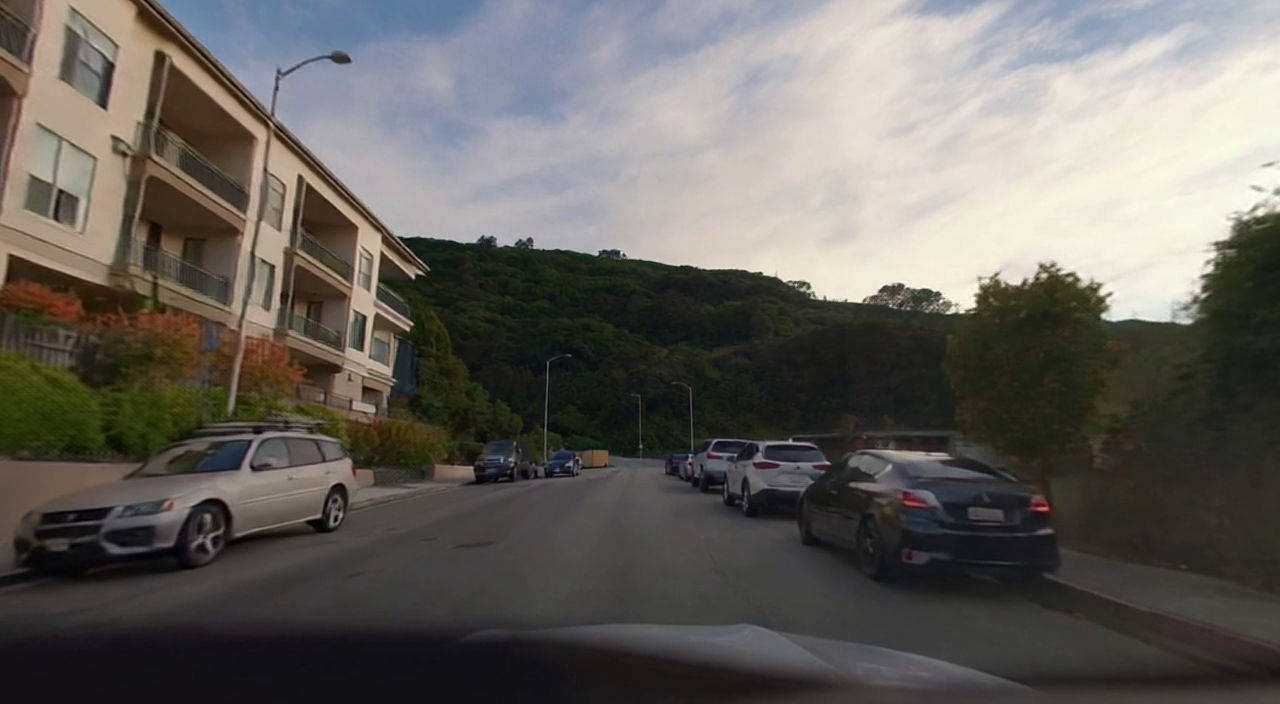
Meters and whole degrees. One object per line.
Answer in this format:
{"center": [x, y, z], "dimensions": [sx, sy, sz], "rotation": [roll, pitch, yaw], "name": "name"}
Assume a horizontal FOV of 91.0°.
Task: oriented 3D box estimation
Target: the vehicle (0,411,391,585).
{"center": [-6.191, 1.984, 9.616], "dimensions": [2.374, 1.843, 5.638], "rotation": [0, -9, 1], "name": "vehicle"}

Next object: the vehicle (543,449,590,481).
{"center": [-3.573, 5.624, 31.357], "dimensions": [1.856, 1.474, 4.522], "rotation": [0, -10, -1], "name": "vehicle"}

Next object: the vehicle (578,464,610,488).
{"center": [-3.320, 9.148, 46.135], "dimensions": [2.102, 1.621, 4.627], "rotation": [0, -13, -2], "name": "vehicle"}

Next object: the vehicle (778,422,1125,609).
{"center": [3.218, 1.768, 7.781], "dimensions": [1.926, 1.602, 4.433], "rotation": [0, -9, -1], "name": "vehicle"}

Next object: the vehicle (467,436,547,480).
{"center": [-6.425, 5.369, 31.330], "dimensions": [2.692, 1.949, 5.948], "rotation": [0, -11, 0], "name": "vehicle"}
